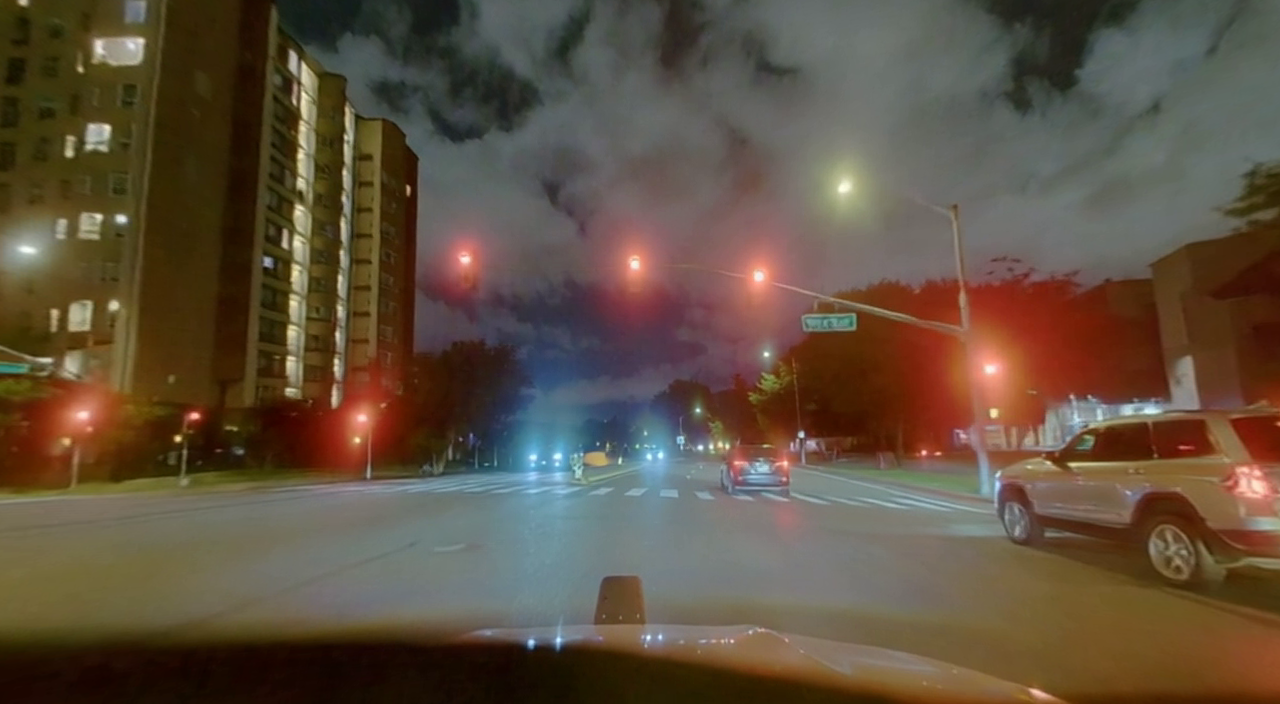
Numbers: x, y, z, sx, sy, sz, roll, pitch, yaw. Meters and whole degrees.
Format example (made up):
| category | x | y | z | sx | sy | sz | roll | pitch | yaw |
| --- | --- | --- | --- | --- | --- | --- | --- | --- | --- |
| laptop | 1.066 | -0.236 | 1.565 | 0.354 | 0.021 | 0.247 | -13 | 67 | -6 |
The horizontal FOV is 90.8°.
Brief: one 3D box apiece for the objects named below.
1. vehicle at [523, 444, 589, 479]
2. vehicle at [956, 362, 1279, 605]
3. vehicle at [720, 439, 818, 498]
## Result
| category | x | y | z | sx | sy | sz | roll | pitch | yaw |
| --- | --- | --- | --- | --- | --- | --- | --- | --- | --- |
| vehicle | -3.828 | 5.076 | 29.596 | 2.032 | 1.484 | 4.437 | -1 | -9 | 6 |
| vehicle | 6.584 | 1.480 | 7.730 | 2.427 | 2.017 | 5.763 | 0 | -9 | 0 |
| vehicle | 3.578 | 3.320 | 18.423 | 2.003 | 1.480 | 4.494 | 0 | -9 | 1 |
